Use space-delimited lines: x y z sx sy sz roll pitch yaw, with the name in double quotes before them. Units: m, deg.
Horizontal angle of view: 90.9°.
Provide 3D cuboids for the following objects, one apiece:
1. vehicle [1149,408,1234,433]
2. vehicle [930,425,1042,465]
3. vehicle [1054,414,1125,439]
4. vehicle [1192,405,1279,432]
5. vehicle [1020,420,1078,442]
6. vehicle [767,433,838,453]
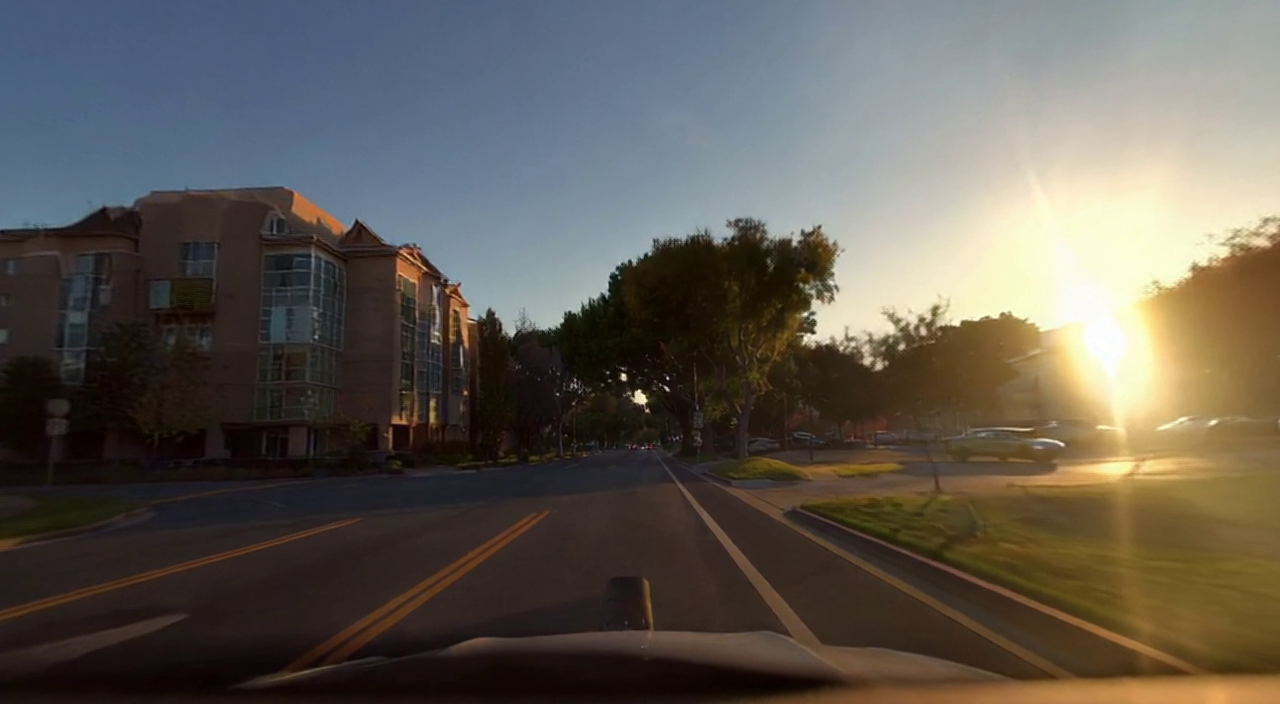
"vehicle" 40.537 5.115 46.470 1.932 1.631 4.750 0 -9 0
"vehicle" 13.722 3.748 25.366 1.927 1.464 4.644 0 -8 1
"vehicle" 32.551 5.482 45.778 1.898 1.689 4.375 0 -8 -1
"vehicle" 43.246 4.884 45.912 1.791 1.739 4.750 0 -8 0
"vehicle" 29.810 5.821 46.070 1.740 1.466 3.900 0 -8 2
"vehicle" 12.645 7.108 49.246 4.955 1.489 2.002 0 -8 2
